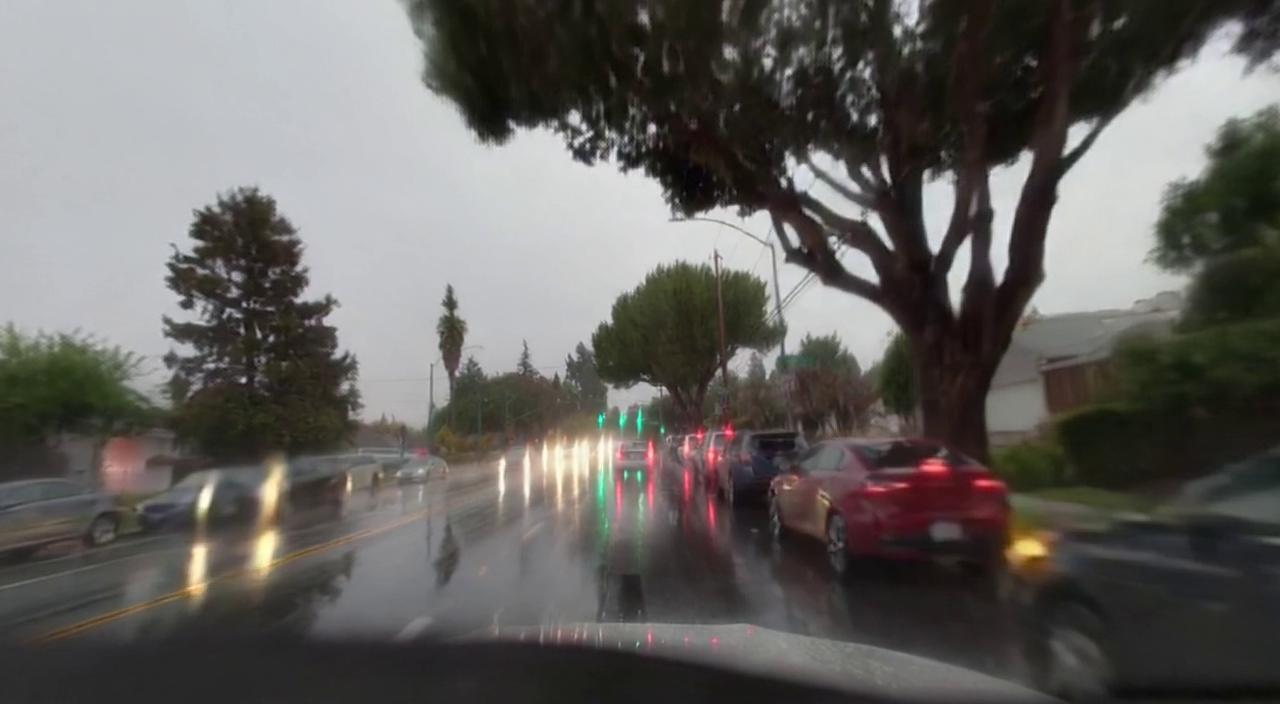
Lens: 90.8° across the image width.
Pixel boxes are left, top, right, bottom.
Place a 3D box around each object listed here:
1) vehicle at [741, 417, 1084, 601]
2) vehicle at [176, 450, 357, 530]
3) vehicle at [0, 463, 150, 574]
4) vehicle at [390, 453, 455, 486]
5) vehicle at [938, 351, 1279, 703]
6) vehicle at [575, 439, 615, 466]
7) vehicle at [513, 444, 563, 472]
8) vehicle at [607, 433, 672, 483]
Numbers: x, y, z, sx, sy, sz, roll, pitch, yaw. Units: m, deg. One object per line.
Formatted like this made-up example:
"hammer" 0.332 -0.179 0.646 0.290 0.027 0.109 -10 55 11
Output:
"vehicle" 2.637 1.642 7.612 2.030 1.505 4.626 0 -8 0
"vehicle" -9.017 3.316 15.771 1.918 1.648 4.163 0 -8 0
"vehicle" -12.194 3.169 11.843 1.979 1.815 5.139 -6 -8 0
"vehicle" -12.076 6.543 35.417 2.070 1.610 4.356 0 -8 1
"vehicle" 2.656 0.701 1.060 2.079 1.552 4.642 0 -8 1
"vehicle" -2.737 6.214 39.211 2.117 1.528 4.277 0 -8 1
"vehicle" -5.803 6.086 36.451 1.987 1.478 4.693 0 -8 1
"vehicle" -0.013 3.682 22.233 2.041 1.575 4.304 0 -8 0
